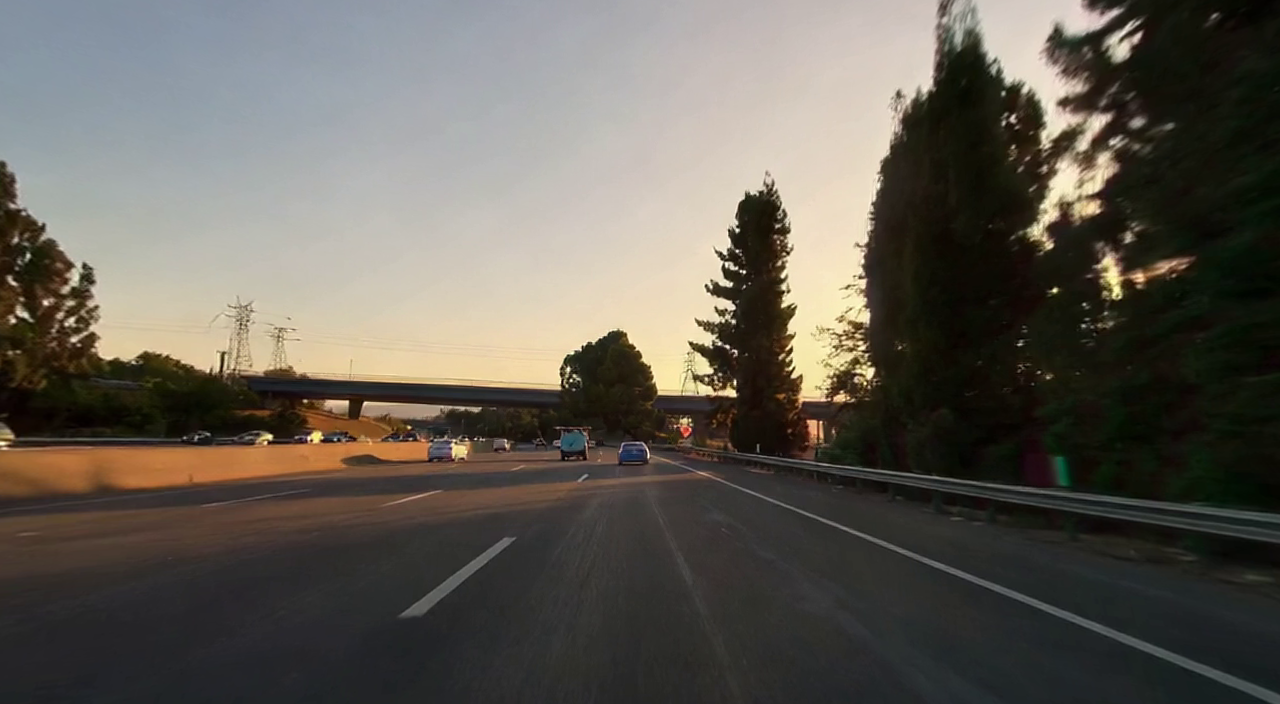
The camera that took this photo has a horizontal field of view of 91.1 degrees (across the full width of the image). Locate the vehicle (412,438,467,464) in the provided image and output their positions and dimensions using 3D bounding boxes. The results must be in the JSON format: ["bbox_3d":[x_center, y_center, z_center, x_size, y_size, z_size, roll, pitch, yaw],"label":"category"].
[{"bbox_3d":[-11.731,5.825,37.042,1.844,1.446,4.395,0,-8,-1],"label":"vehicle"}]

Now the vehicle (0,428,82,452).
[{"bbox_3d":[-39.008,5.695,40.645,1.775,1.467,4.357,0,-8,-1],"label":"vehicle"}]

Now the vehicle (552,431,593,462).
[{"bbox_3d":[-4.006,5.712,38.002,2.174,1.806,3.932,0,-8,-2],"label":"vehicle"}]

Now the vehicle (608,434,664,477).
[{"bbox_3d":[-0.191,3.843,23.606,1.954,1.460,3.983,0,-8,-2],"label":"vehicle"}]
